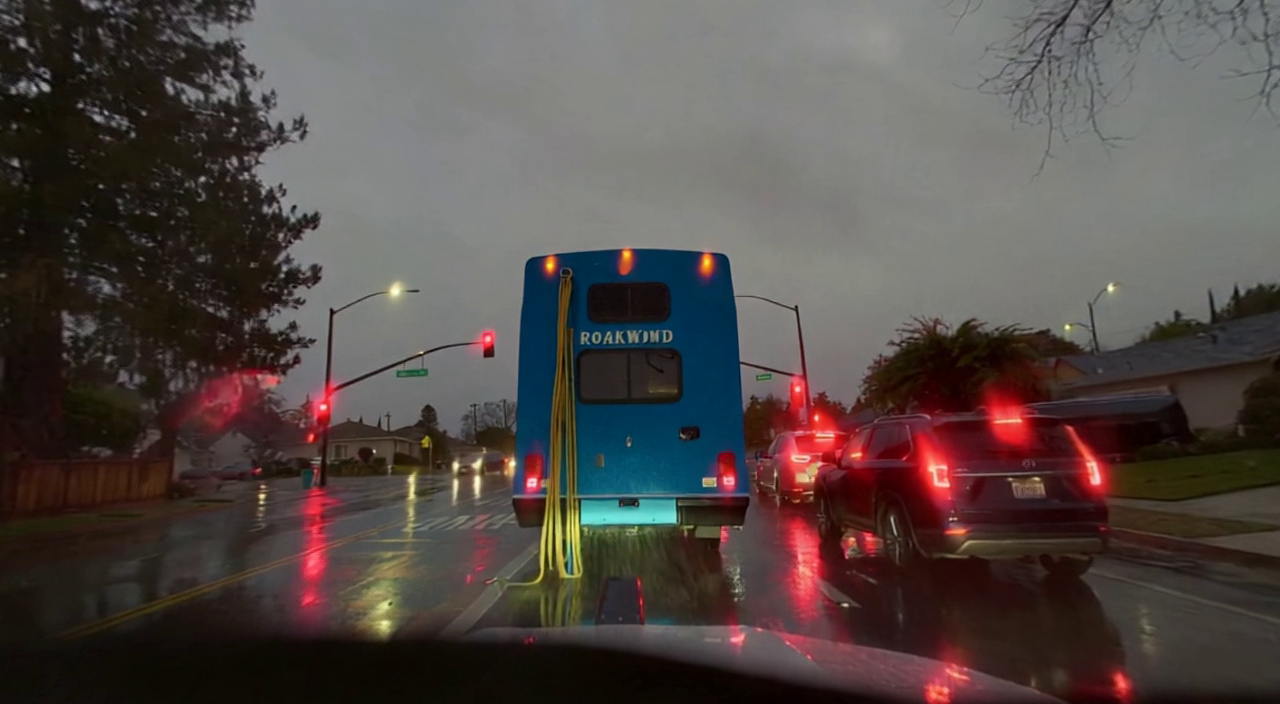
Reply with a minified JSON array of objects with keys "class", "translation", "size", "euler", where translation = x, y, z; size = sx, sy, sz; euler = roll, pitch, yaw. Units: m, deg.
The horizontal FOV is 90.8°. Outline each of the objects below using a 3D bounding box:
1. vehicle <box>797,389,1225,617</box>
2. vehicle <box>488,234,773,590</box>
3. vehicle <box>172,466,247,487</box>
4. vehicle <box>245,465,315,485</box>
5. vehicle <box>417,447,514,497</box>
[{"class":"vehicle","translation":[3.407,1.490,7.131],"size":[2.104,1.735,4.408],"euler":[0,-9,0]},{"class":"vehicle","translation":[-0.097,1.133,10.327],"size":[2.709,3.511,8.213],"euler":[0,-9,0]},{"class":"vehicle","translation":[-32.646,9.412,47.957],"size":[4.311,1.458,1.707],"euler":[0,-9,-3]},{"class":"vehicle","translation":[-27.413,9.364,48.139],"size":[4.187,1.445,1.809],"euler":[0,-9,0]},{"class":"vehicle","translation":[-5.790,4.012,21.631],"size":[1.979,1.483,4.668],"euler":[0,-9,0]}]
